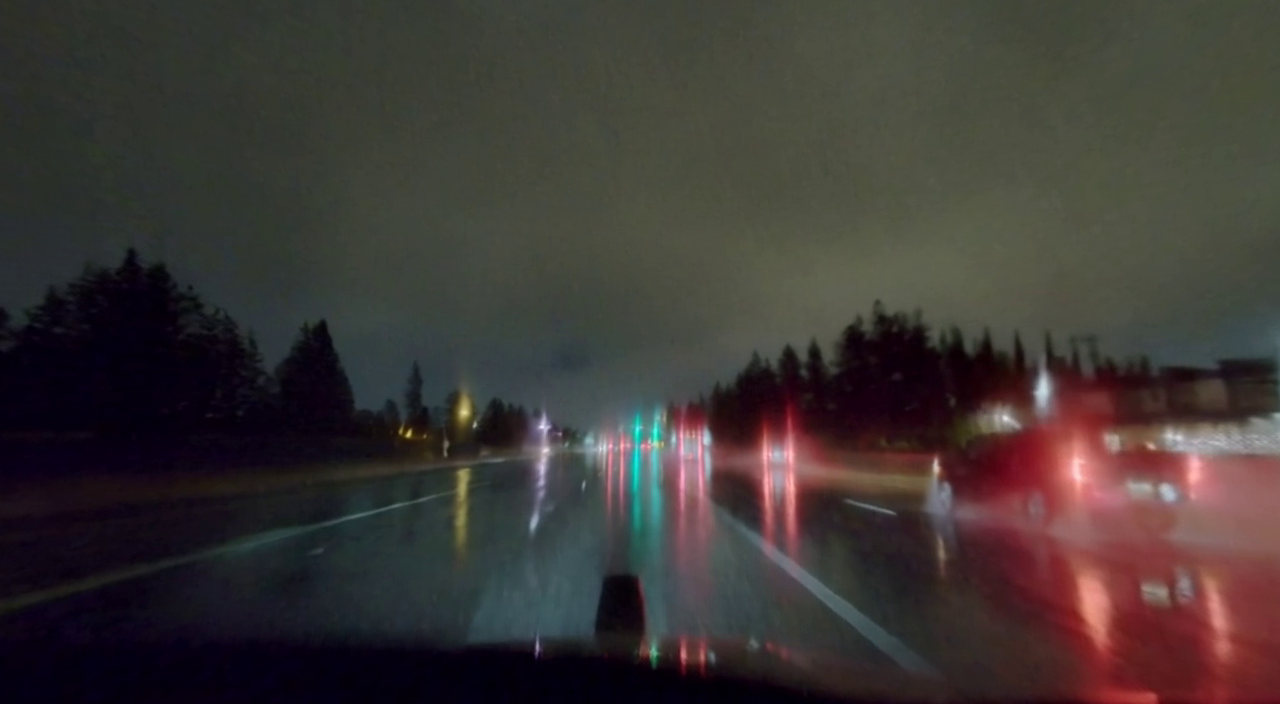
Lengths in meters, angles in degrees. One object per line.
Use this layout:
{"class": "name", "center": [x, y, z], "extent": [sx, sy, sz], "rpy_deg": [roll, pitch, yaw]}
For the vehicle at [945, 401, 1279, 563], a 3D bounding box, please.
{"class": "vehicle", "center": [6.741, 1.773, 9.294], "extent": [2.096, 1.767, 4.601], "rpy_deg": [0, -9, 0]}
